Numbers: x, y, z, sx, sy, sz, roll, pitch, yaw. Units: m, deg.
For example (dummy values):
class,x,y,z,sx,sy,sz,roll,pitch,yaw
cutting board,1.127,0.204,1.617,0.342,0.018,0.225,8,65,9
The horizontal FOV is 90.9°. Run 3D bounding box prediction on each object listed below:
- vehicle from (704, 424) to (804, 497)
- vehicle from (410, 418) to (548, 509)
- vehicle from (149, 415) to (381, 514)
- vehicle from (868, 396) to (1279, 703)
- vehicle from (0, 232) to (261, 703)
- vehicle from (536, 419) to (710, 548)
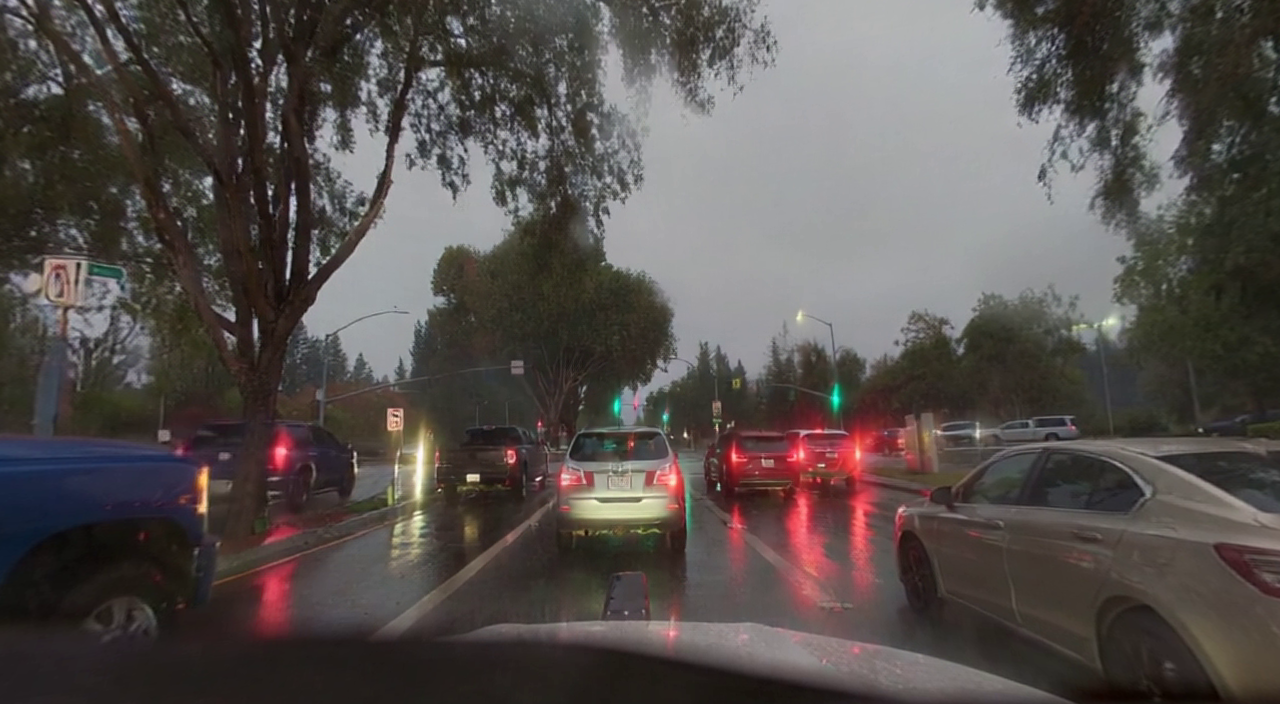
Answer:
class,x,y,z,sx,sy,sz,roll,pitch,yaw
vehicle,3.190,3.148,18.645,2.102,1.841,4.587,0,-8,0
vehicle,-3.647,2.622,15.276,2.089,1.857,4.488,0,-8,1
vehicle,-7.570,2.332,13.573,2.385,1.687,5.025,1,-8,-7
vehicle,3.004,1.067,3.257,1.874,1.477,4.698,0,-8,0
vehicle,-3.468,0.395,0.561,2.656,2.021,5.800,0,-8,0
vehicle,-0.226,1.943,9.901,2.194,1.607,3.690,0,-8,0
